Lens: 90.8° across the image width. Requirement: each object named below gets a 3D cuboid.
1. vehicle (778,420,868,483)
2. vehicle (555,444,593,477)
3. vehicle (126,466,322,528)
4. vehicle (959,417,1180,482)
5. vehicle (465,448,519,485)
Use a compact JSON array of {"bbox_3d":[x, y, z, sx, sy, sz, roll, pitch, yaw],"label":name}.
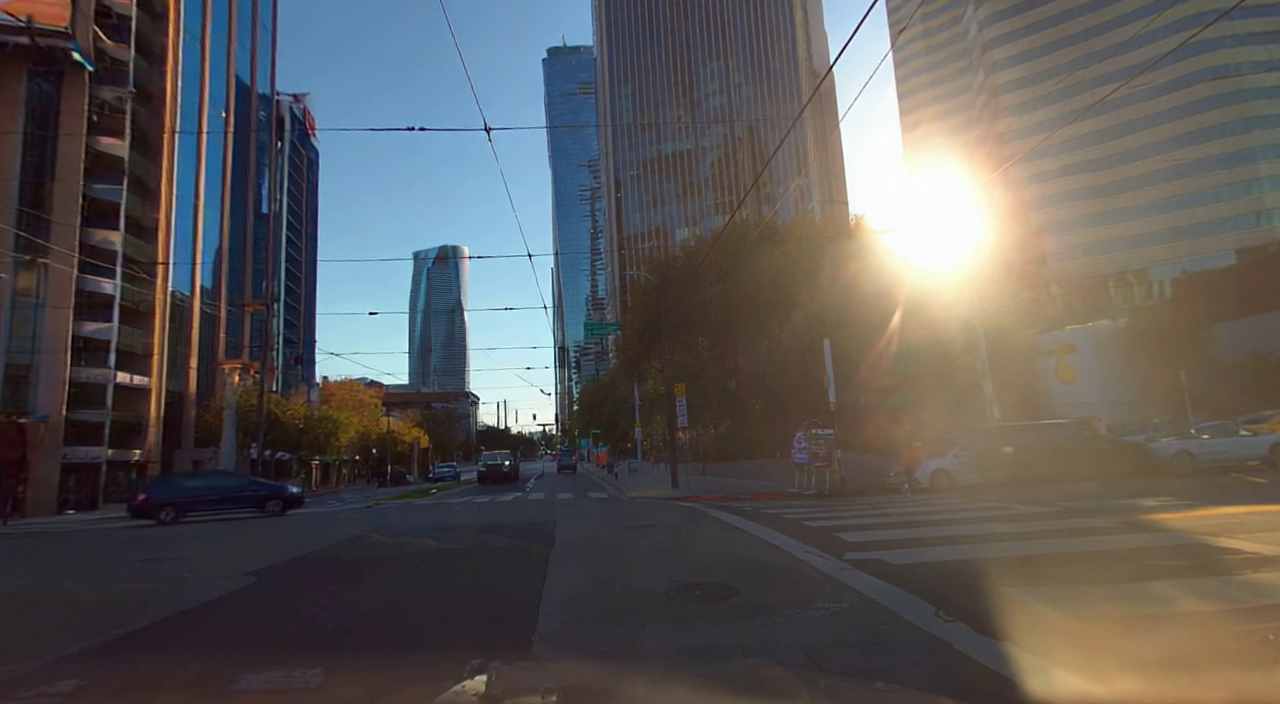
[{"bbox_3d":[7.549,4.104,26.634,2.316,2.425,4.466,1,-7,-2],"label":"vehicle"},{"bbox_3d":[-4.046,6.744,39.516,2.137,1.910,5.120,0,-8,-3],"label":"vehicle"},{"bbox_3d":[-12.032,4.174,18.659,4.549,1.490,1.797,5,-10,-30],"label":"vehicle"},{"bbox_3d":[11.557,2.646,17.233,4.637,1.624,1.927,0,-8,-3],"label":"vehicle"},{"bbox_3d":[-8.418,6.521,36.293,2.121,1.792,4.510,-3,-8,-2],"label":"vehicle"}]
